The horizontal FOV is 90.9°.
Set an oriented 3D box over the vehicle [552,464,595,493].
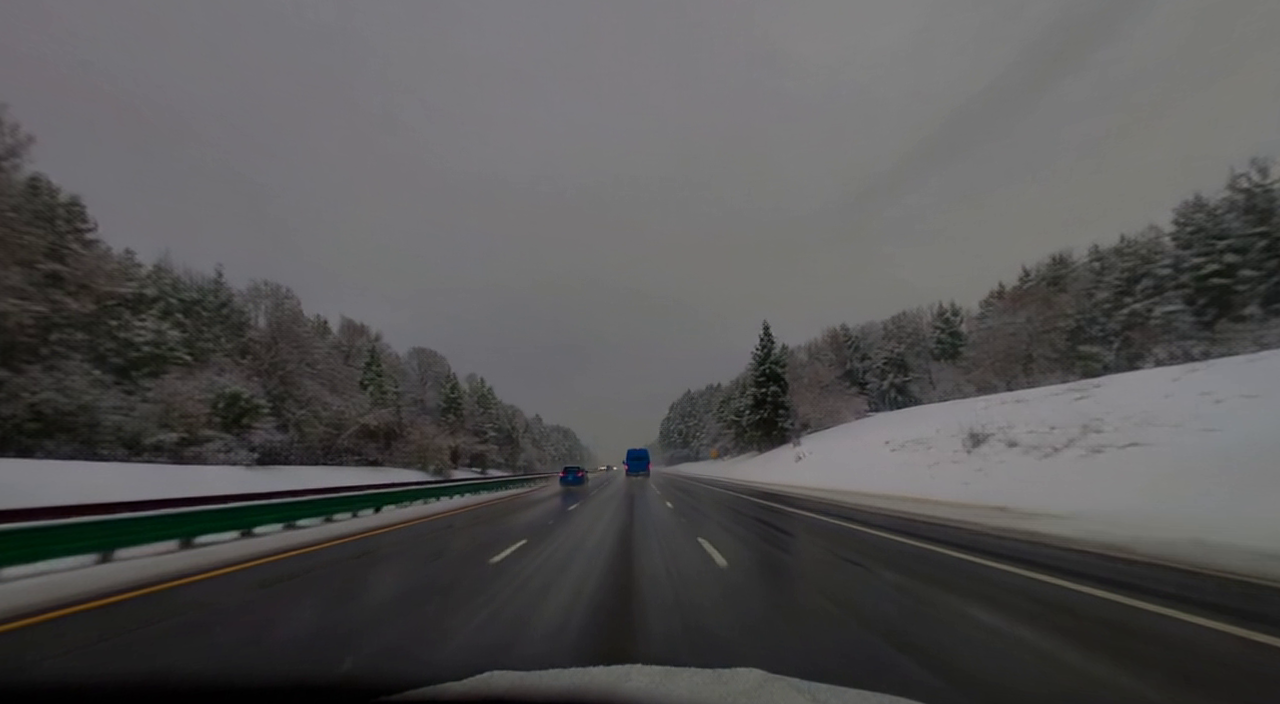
[{"bbox_3d":[-3.725,7.185,35.853,2.038,1.490,4.391,1,-11,-1],"label":"vehicle"}]
